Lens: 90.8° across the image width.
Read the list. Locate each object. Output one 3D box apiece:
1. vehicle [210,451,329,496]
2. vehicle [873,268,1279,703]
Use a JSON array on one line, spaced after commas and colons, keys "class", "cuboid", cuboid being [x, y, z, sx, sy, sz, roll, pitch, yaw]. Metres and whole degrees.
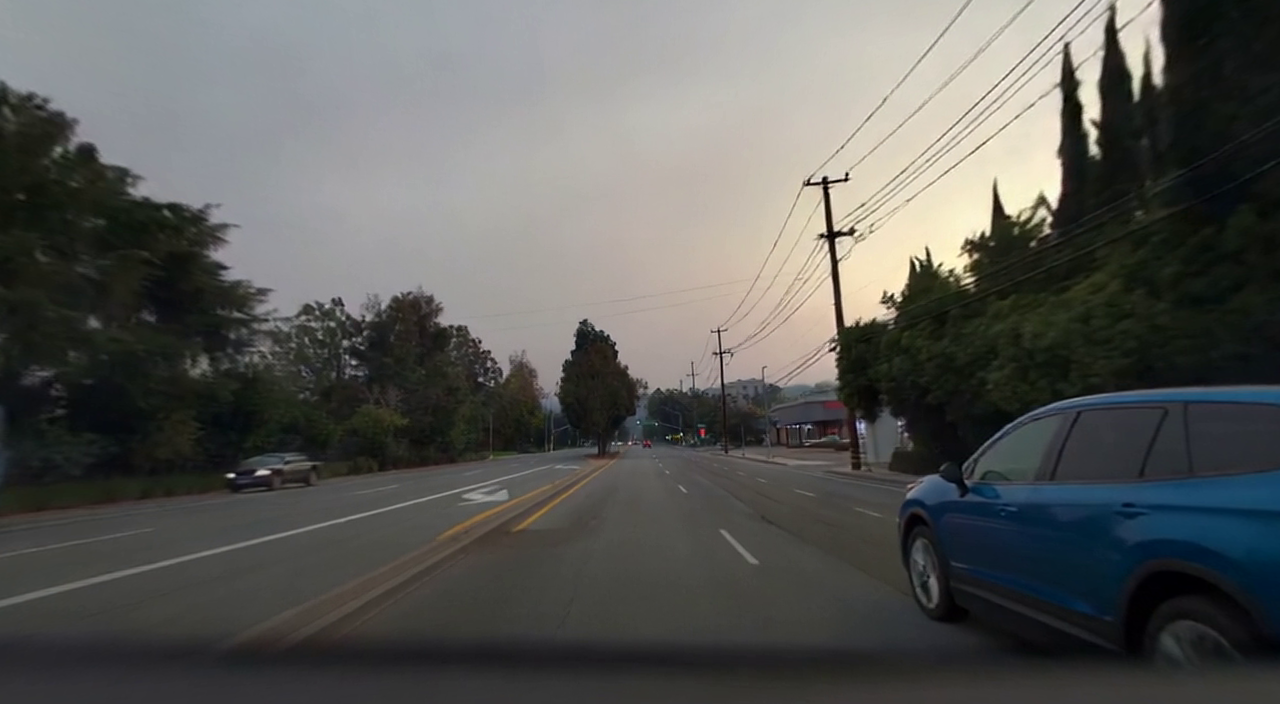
[{"class": "vehicle", "cuboid": [-14.213, 4.649, 24.595, 2.015, 1.501, 4.307, 0, -8, 0]}, {"class": "vehicle", "cuboid": [3.039, 0.797, 2.959, 2.060, 1.820, 4.713, 0, -8, 0]}]
